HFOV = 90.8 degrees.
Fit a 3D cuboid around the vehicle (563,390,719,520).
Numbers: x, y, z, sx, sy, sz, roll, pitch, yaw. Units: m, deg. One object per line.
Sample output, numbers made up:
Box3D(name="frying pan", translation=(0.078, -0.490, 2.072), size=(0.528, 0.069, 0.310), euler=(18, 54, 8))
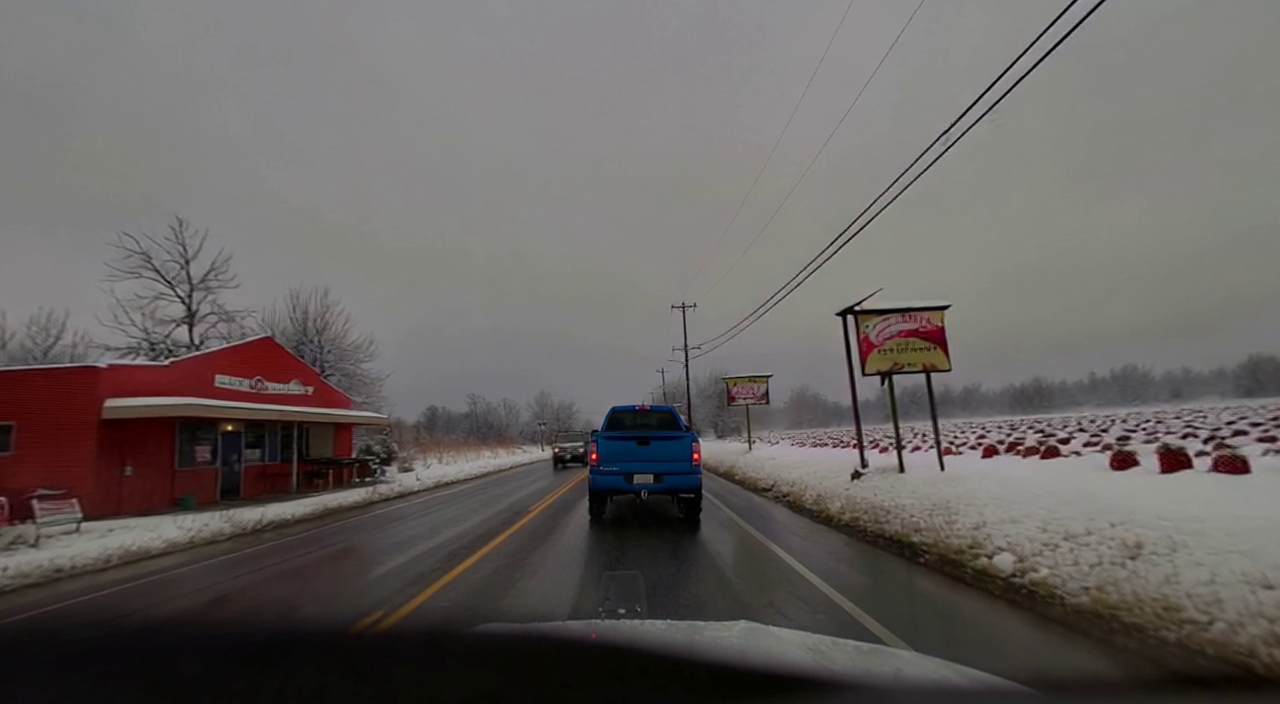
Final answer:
Box3D(name="vehicle", translation=(-0.056, 2.212, 13.946), size=(2.693, 2.223, 5.885), euler=(0, -8, -2))
